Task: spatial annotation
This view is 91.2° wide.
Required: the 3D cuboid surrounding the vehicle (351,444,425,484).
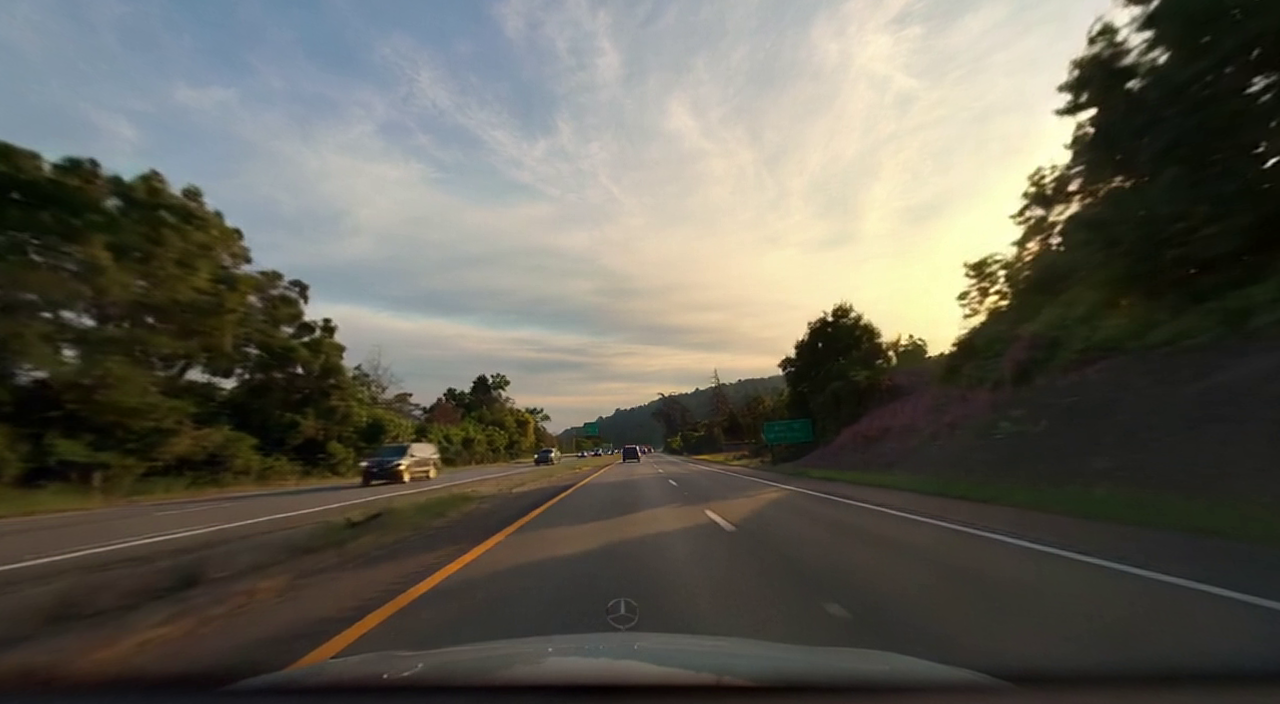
[{"bbox_3d":[-13.774,6.122,34.575,2.096,1.982,4.795,0,-9,0],"label":"vehicle"}]
